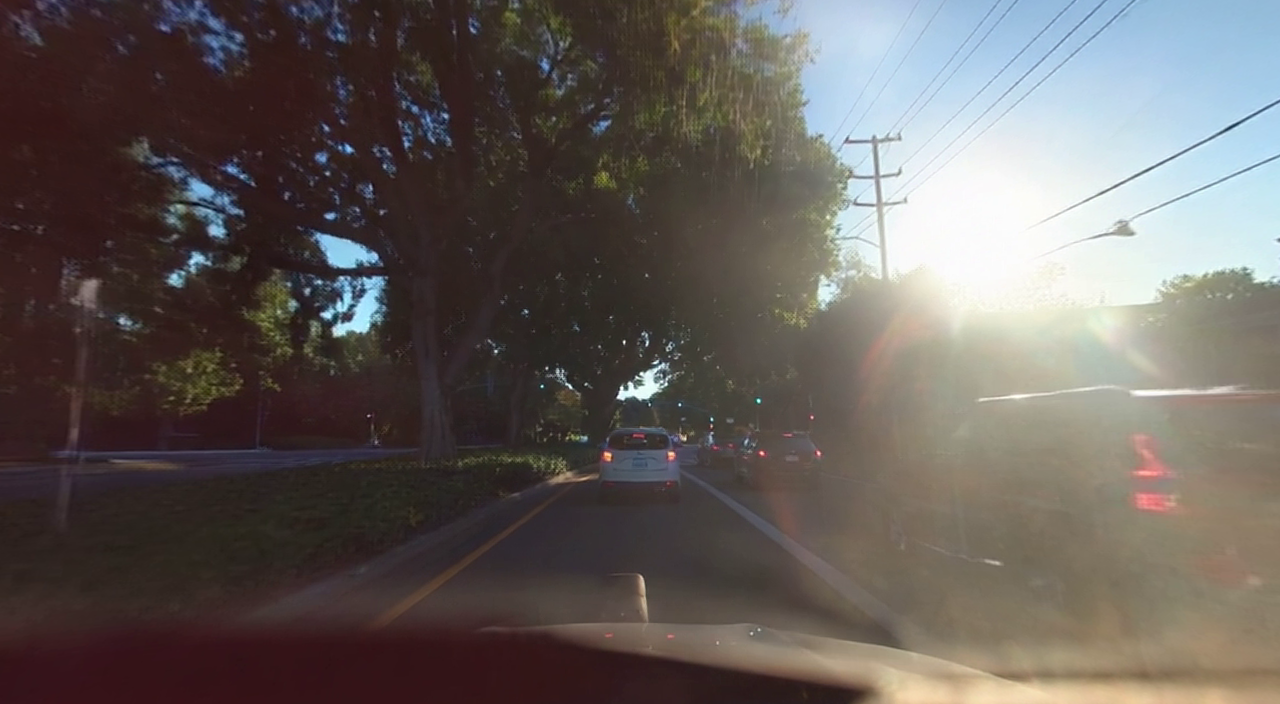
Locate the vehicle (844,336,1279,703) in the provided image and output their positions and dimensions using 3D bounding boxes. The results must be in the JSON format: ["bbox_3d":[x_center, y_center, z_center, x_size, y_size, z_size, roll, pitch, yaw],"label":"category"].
[{"bbox_3d":[3.826,1.176,5.590,2.254,1.840,4.918,0,-8,-2],"label":"vehicle"}]

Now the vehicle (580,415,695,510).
[{"bbox_3d":[-0.093,2.377,14.015,2.163,1.746,4.073,0,-8,-1],"label":"vehicle"}]

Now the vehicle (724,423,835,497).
[{"bbox_3d":[3.428,2.732,16.260,1.923,1.653,3.703,0,-8,-1],"label":"vehicle"}]
